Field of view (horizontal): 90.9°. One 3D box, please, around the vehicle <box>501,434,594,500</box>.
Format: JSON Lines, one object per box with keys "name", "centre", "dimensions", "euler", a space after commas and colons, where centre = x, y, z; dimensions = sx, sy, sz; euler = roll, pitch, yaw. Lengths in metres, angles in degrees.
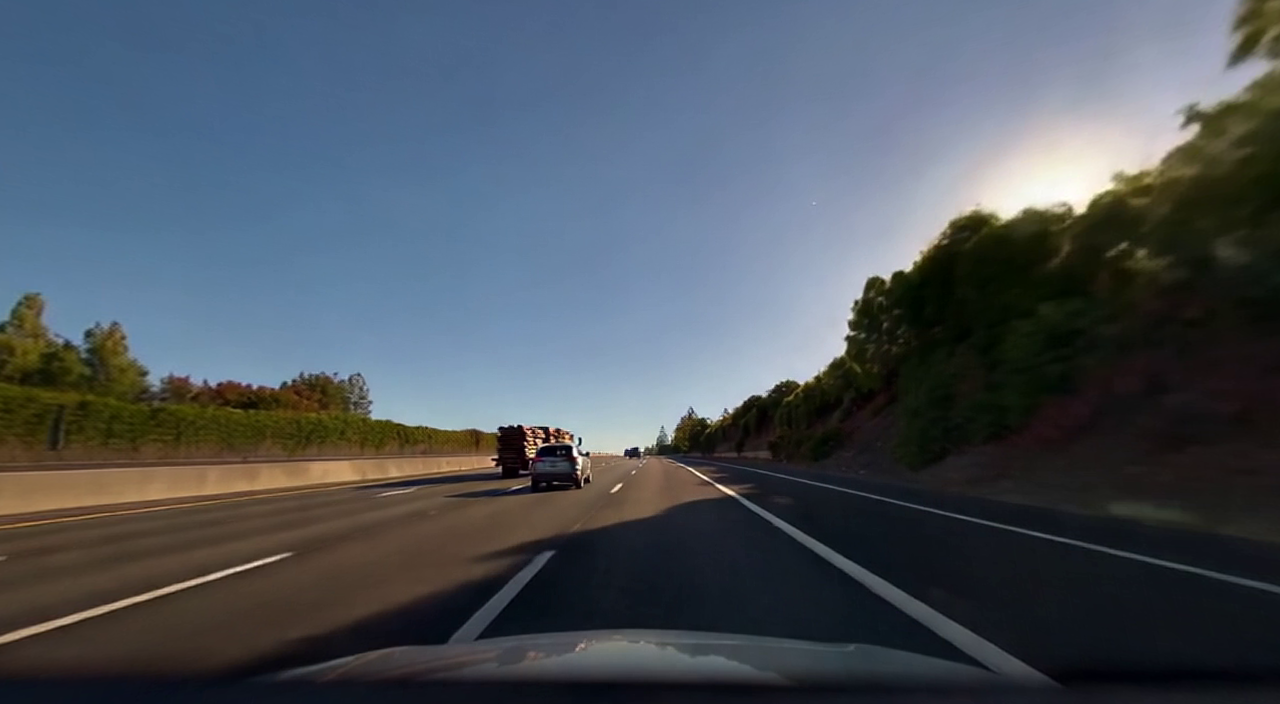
{"name": "vehicle", "centre": [-2.710, 3.496, 19.643], "dimensions": [2.114, 1.787, 4.365], "euler": [0, -8, 2]}
